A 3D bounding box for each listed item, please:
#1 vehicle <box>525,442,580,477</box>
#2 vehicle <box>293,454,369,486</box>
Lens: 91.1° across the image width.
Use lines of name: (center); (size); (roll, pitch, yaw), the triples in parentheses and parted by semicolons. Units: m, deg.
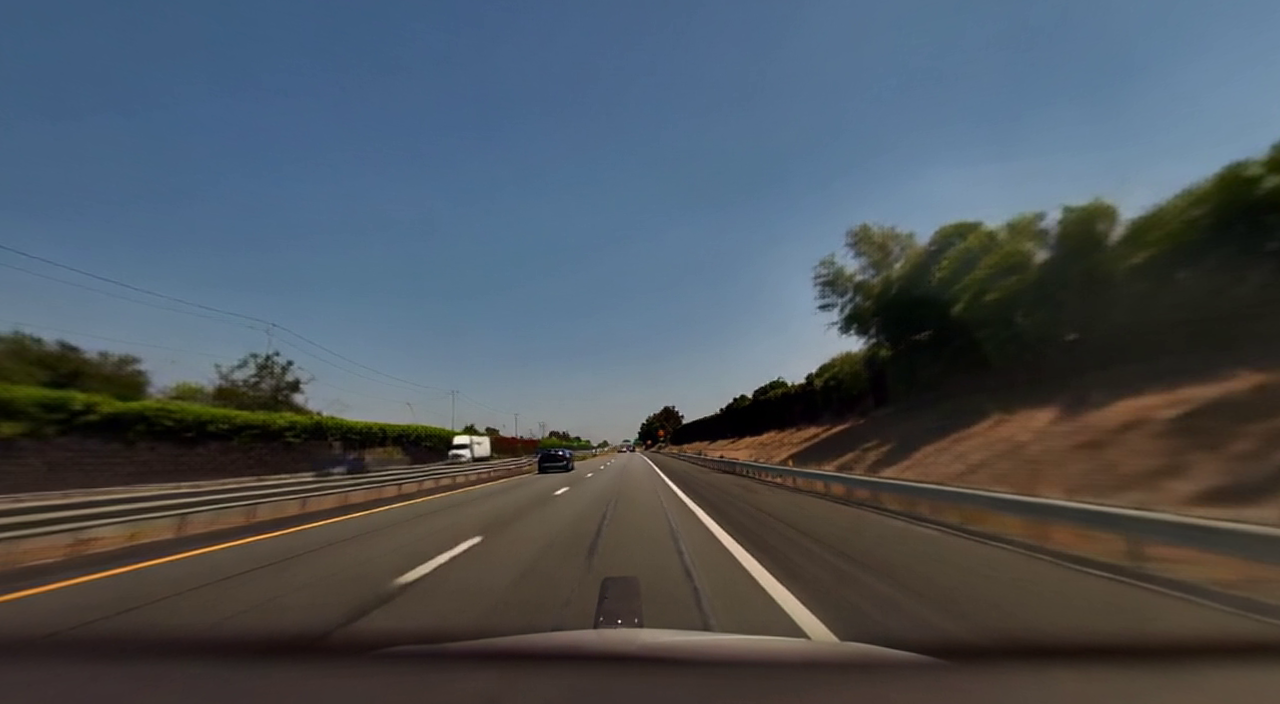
vehicle: (-4.479, 5.571, 32.748); (2.139, 1.577, 4.546); (-3, -9, 0)
vehicle: (-16.199, 6.189, 33.223); (1.814, 1.567, 4.236); (0, -9, 0)
